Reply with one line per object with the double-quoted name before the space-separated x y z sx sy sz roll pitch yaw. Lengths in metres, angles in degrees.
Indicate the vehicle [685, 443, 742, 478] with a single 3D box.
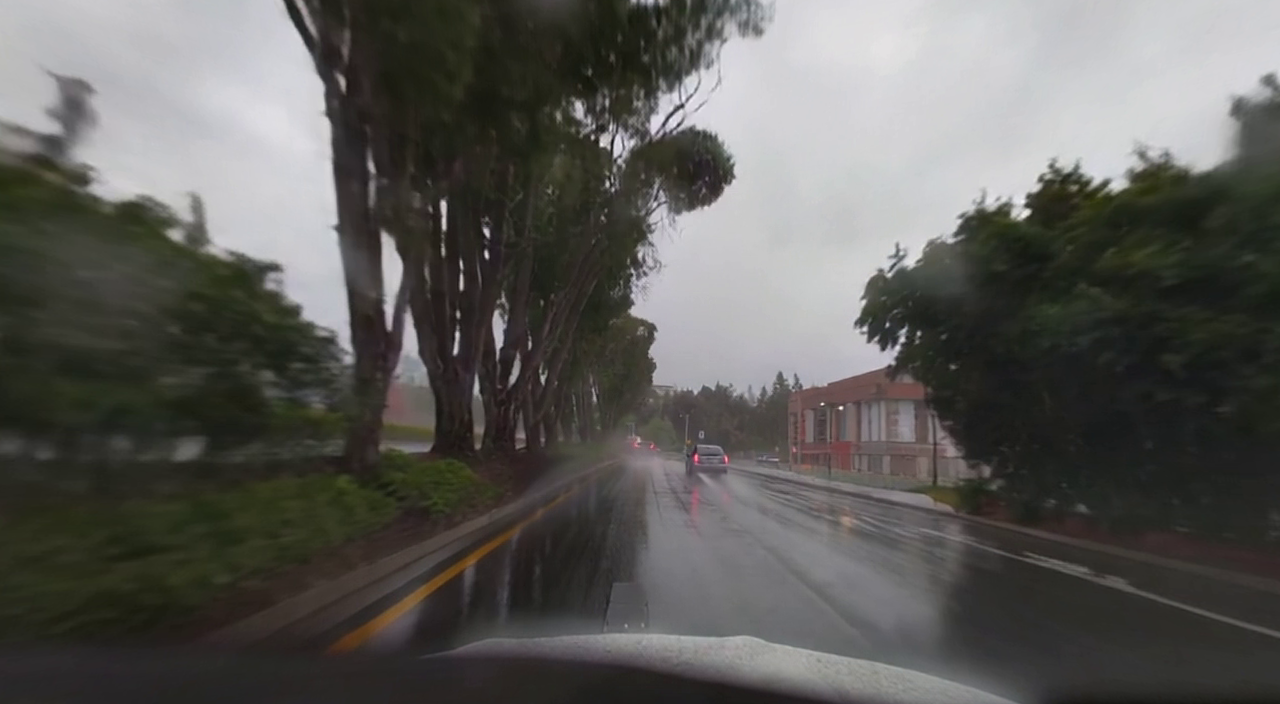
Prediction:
"vehicle" 3.305 4.975 29.318 1.956 1.473 4.640 0 -8 -2
